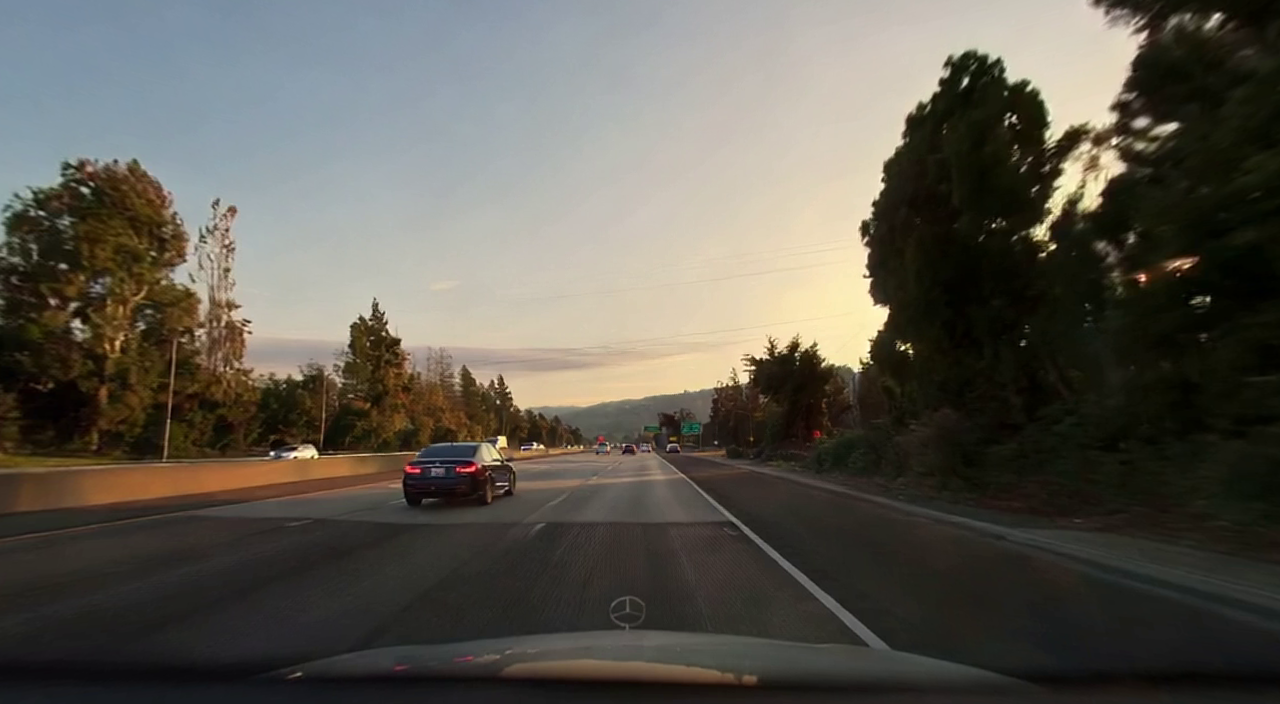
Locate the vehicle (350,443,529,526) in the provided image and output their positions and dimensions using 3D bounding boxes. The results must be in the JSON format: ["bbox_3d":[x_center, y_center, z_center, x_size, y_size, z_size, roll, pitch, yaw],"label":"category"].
[{"bbox_3d":[-3.778,2.581,12.902,2.048,1.368,4.613,0,-9,2],"label":"vehicle"}]
